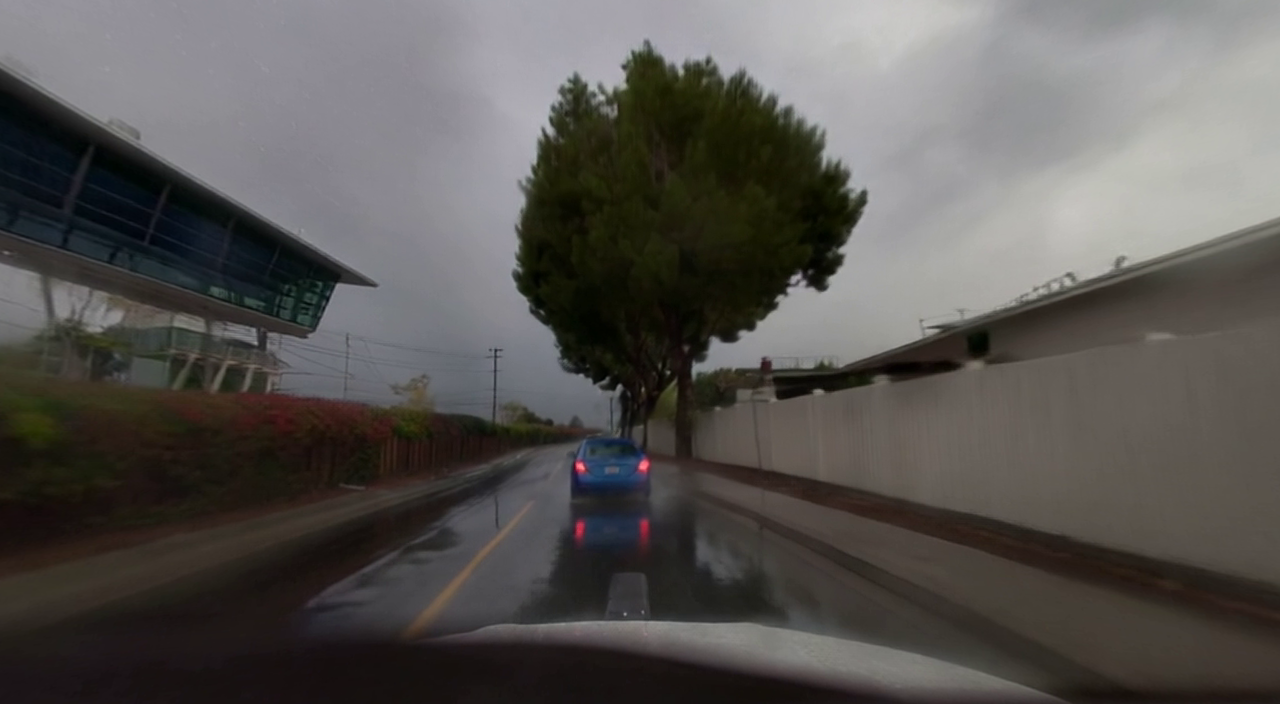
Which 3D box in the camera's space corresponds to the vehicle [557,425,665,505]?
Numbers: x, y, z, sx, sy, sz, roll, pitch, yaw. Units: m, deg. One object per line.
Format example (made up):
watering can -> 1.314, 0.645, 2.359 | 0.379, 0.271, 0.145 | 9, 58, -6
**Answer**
vehicle -> -0.688, 2.422, 14.006 | 2.060, 1.487, 3.920 | 0, -8, -4
